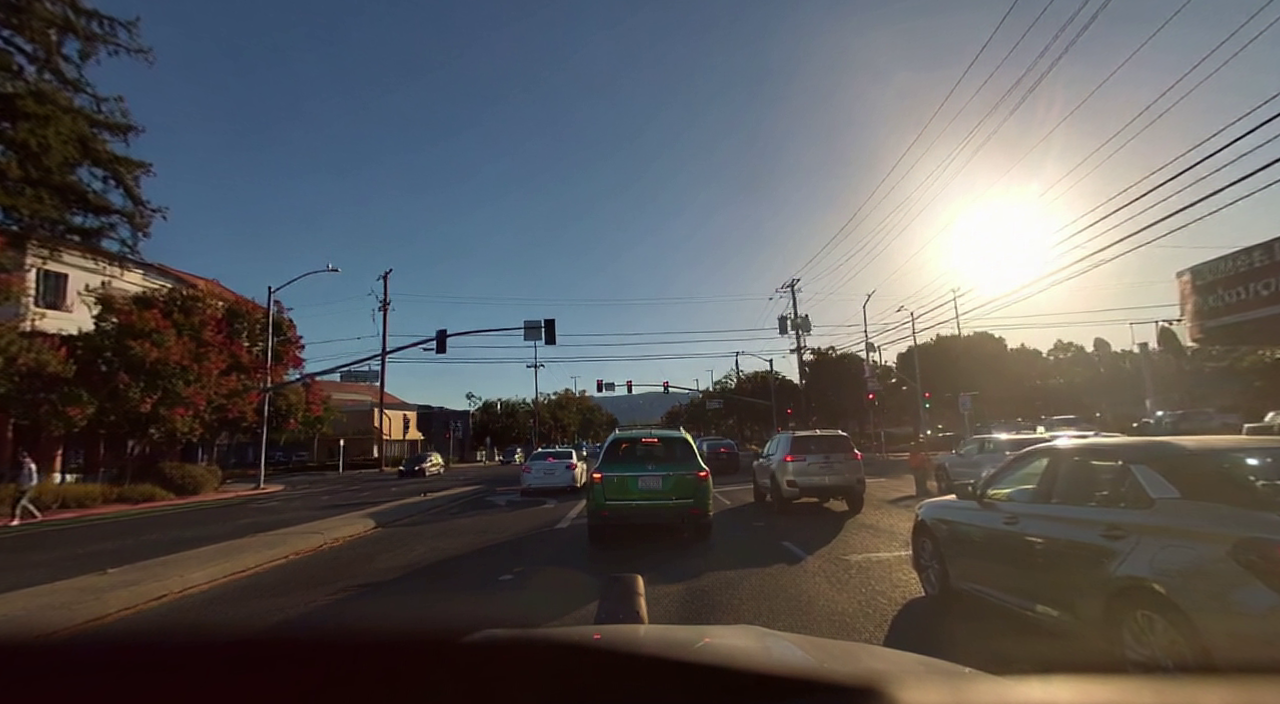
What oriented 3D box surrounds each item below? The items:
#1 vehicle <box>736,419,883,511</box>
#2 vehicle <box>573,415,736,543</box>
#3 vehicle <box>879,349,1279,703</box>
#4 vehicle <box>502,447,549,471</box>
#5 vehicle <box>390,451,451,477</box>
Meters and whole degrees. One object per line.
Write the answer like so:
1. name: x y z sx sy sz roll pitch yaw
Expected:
1. vehicle: 3.697 2.568 14.809 2.060 1.789 4.712 0 -9 -1
2. vehicle: 0.190 1.981 10.386 2.149 1.668 3.962 0 -9 0
3. vehicle: 3.348 1.064 4.023 1.998 1.620 4.267 0 -9 1
4. vehicle: -7.273 6.837 40.558 2.057 1.461 4.485 0 -9 1
5. vehicle: -13.568 6.953 39.344 2.045 1.453 4.624 0 -9 1
